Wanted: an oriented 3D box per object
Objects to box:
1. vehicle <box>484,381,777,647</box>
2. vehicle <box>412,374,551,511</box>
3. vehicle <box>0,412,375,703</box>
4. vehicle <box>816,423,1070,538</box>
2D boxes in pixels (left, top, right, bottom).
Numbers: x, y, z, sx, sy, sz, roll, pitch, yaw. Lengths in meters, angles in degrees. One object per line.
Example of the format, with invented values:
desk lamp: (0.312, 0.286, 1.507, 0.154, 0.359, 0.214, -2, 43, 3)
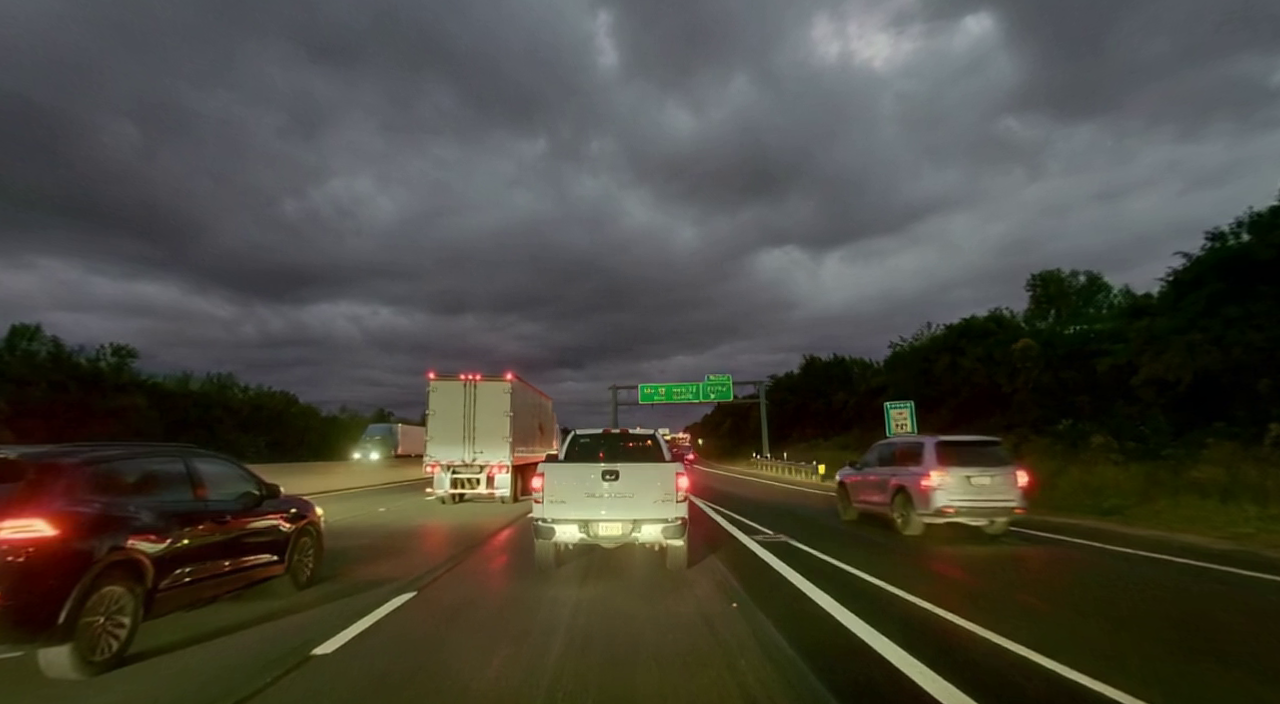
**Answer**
vehicle: (-0.098, 1.363, 6.096, 1.995, 1.798, 3.380, 0, -9, -1)
vehicle: (-3.990, 2.511, 17.438, 2.302, 3.034, 6.668, 0, -9, -2)
vehicle: (-3.942, 1.320, 4.707, 1.986, 1.501, 4.407, -1, -9, 0)
vehicle: (5.537, 2.419, 12.536, 2.182, 1.781, 4.875, 1, -9, -7)
